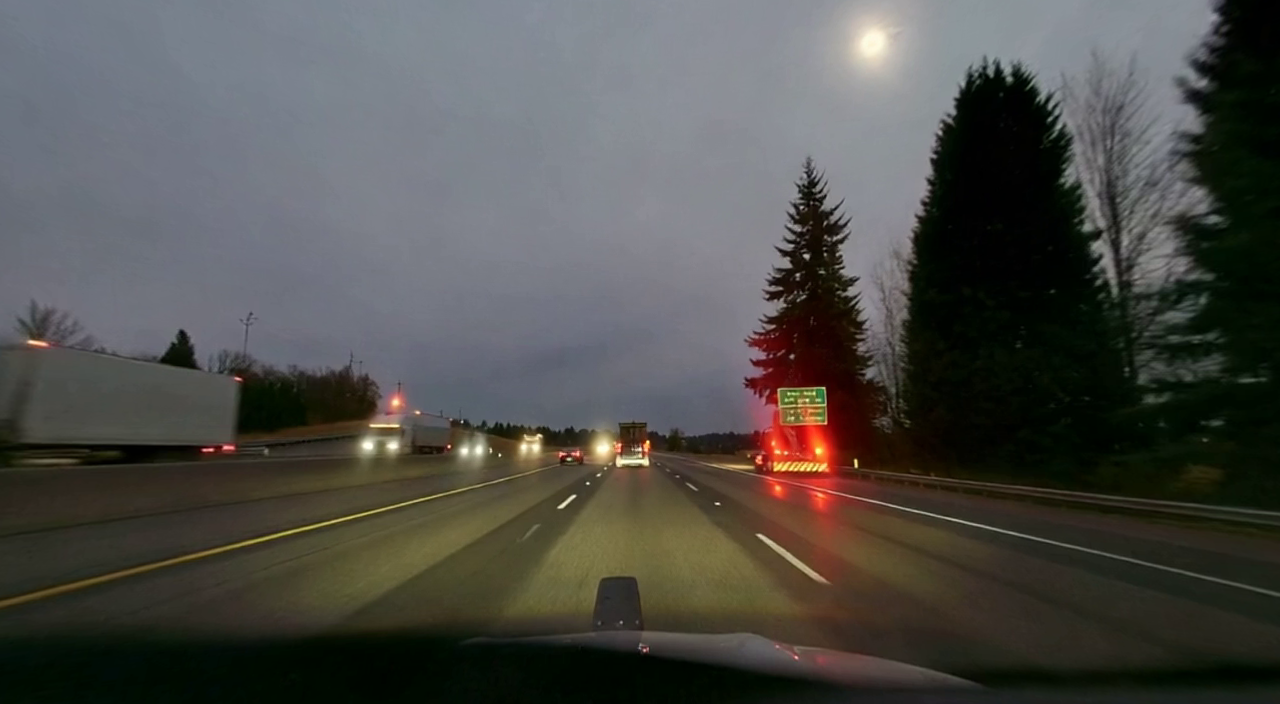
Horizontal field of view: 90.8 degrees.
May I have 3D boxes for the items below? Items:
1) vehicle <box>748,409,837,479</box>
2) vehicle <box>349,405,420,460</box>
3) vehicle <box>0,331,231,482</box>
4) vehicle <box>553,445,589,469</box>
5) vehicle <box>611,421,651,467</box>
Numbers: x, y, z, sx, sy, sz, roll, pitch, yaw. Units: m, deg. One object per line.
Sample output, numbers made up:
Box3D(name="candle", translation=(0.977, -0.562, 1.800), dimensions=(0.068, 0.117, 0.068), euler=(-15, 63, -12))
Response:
Box3D(name="vehicle", translation=(6.855, 4.272, 29.215), dimensions=(2.419, 2.874, 6.010), euler=(0, -9, -2))
Box3D(name="vehicle", translation=(-19.324, 6.224, 48.181), dimensions=(2.930, 3.933, 5.854), euler=(0, -9, -1))
Box3D(name="vehicle", translation=(-19.217, 2.029, 20.786), dimensions=(2.881, 4.150, 13.071), euler=(0, -9, -1))
Box3D(name="vehicle", translation=(-4.476, 6.886, 41.498), dimensions=(1.991, 1.484, 4.110), euler=(0, -9, -1))
Box3D(name="vehicle", translation=(-0.753, 6.732, 45.843), dimensions=(2.672, 3.056, 6.900), euler=(0, -9, -2))
